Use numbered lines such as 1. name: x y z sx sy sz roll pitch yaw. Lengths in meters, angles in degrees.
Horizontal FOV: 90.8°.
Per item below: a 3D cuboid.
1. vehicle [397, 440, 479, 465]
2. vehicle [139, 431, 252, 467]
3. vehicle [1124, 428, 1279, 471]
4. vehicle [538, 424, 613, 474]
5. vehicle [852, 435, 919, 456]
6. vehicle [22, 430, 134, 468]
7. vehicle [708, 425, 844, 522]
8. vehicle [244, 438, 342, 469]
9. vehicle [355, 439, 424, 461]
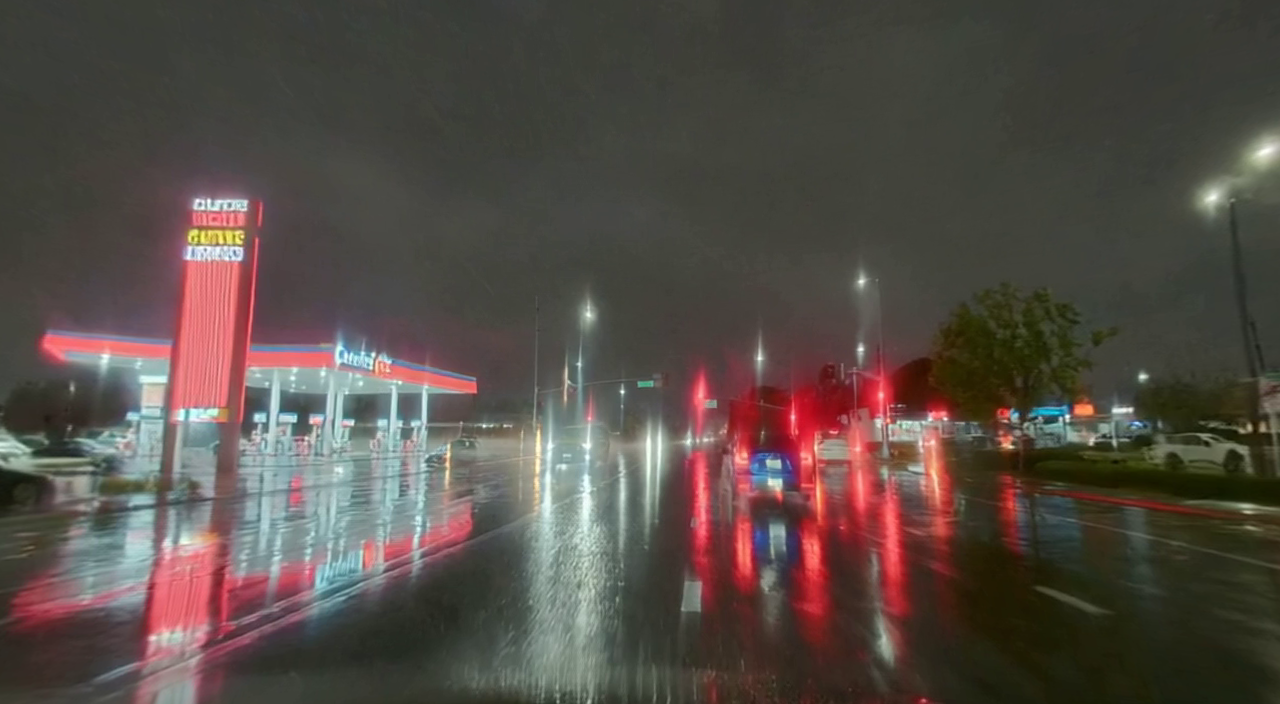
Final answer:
1. vehicle: -12.616 6.290 39.671 1.854 1.501 4.561 -8 -11 41
2. vehicle: -24.445 5.340 34.800 4.975 1.863 2.443 -3 -9 18
3. vehicle: 21.831 3.741 24.398 1.956 1.463 4.500 4 -9 -23
4. vehicle: -2.681 4.249 27.788 2.334 1.966 5.056 -1 -8 5
5. vehicle: 18.826 7.197 48.565 4.510 1.483 1.774 -5 -10 30
6. vehicle: -32.903 5.690 36.992 5.687 2.081 2.191 -3 -8 18
7. vehicle: 2.413 2.272 12.378 1.995 1.525 4.392 -1 -8 5
8. vehicle: -17.879 5.204 32.528 4.610 1.515 2.112 -4 -9 27
9. vehicle: -17.826 6.949 44.992 4.294 1.480 1.936 -3 -9 19
